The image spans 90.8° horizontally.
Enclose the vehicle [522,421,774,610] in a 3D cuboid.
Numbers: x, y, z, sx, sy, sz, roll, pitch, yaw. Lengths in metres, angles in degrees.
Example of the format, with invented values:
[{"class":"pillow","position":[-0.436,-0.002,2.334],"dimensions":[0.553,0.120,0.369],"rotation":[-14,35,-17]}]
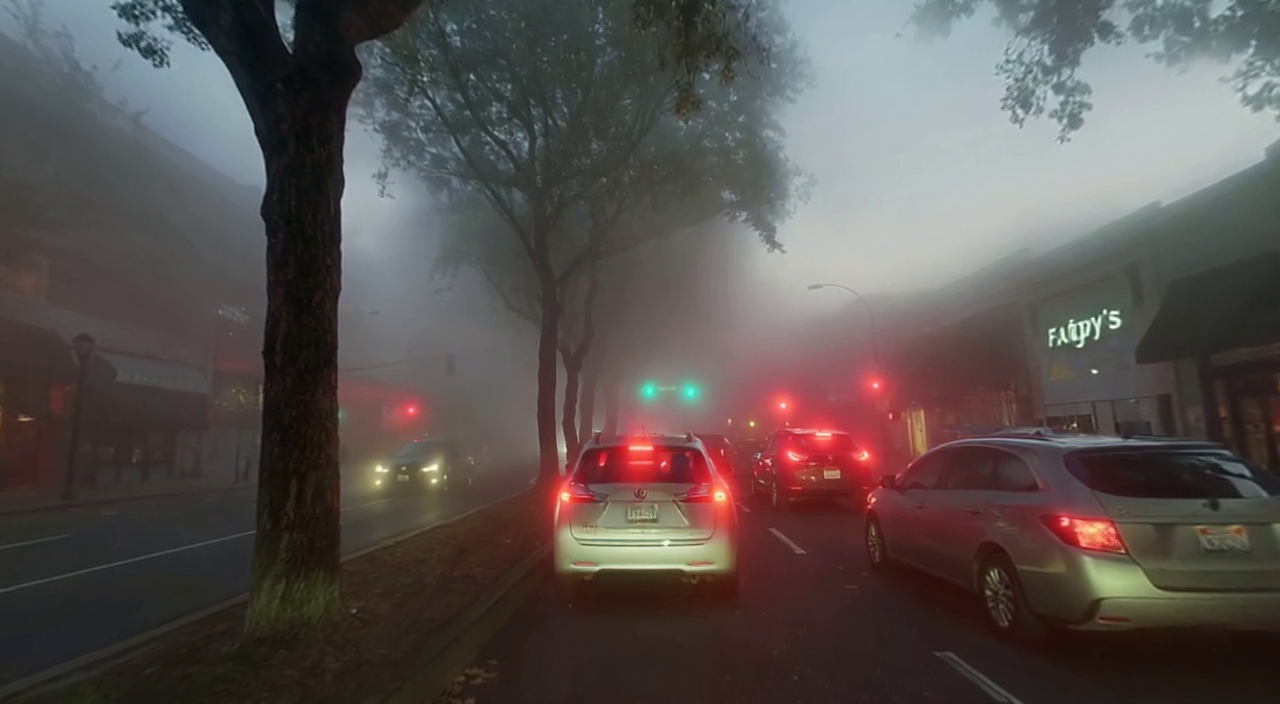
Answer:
[{"class":"vehicle","position":[0.049,1.577,6.883],"dimensions":[2.006,1.487,3.535],"rotation":[0,-9,0]}]

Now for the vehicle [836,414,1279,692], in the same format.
[{"class":"vehicle","position":[3.393,1.402,5.569],"dimensions":[1.988,1.480,4.195],"rotation":[0,-9,0]}]

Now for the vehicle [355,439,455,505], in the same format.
[{"class":"vehicle","position":[-6.273,3.199,17.401],"dimensions":[1.898,1.542,4.689],"rotation":[2,-9,-13]}]
